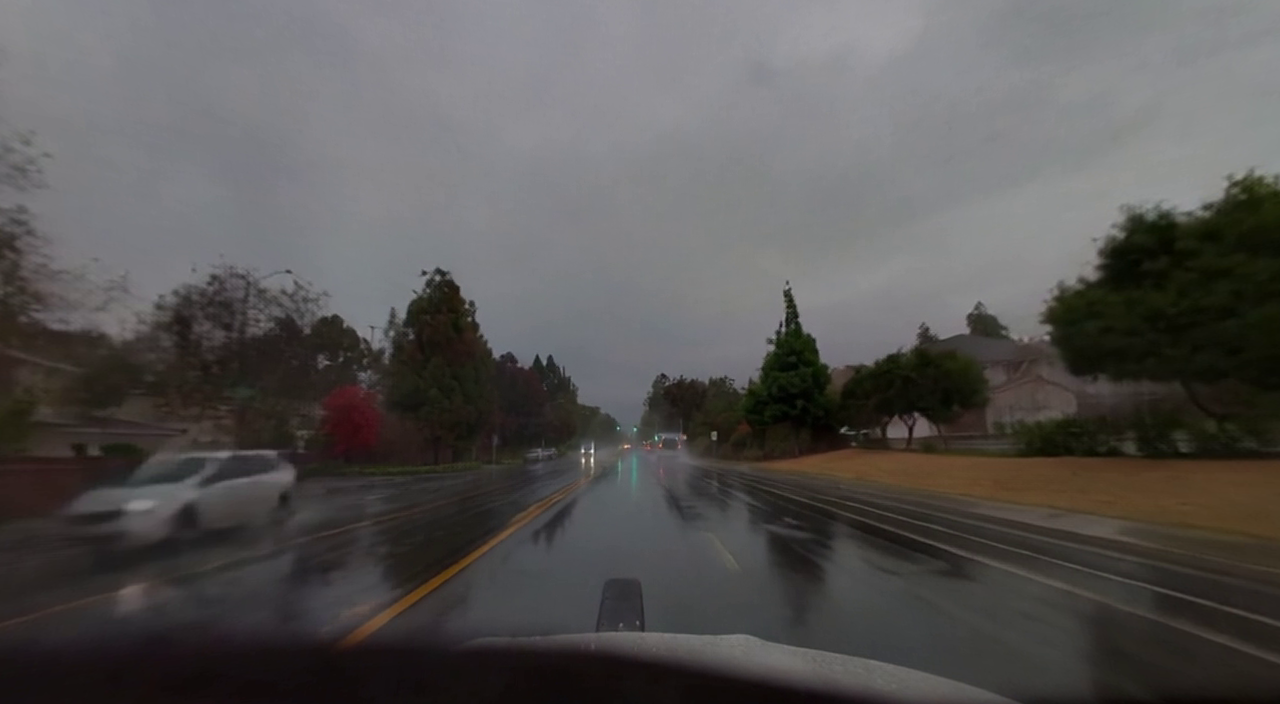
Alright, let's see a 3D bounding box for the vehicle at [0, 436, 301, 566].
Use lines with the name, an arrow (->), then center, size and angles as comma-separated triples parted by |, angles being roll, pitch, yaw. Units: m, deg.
vehicle -> -8.109, 2.342, 10.792 | 2.053, 1.713, 4.618 | 0, -9, 0
